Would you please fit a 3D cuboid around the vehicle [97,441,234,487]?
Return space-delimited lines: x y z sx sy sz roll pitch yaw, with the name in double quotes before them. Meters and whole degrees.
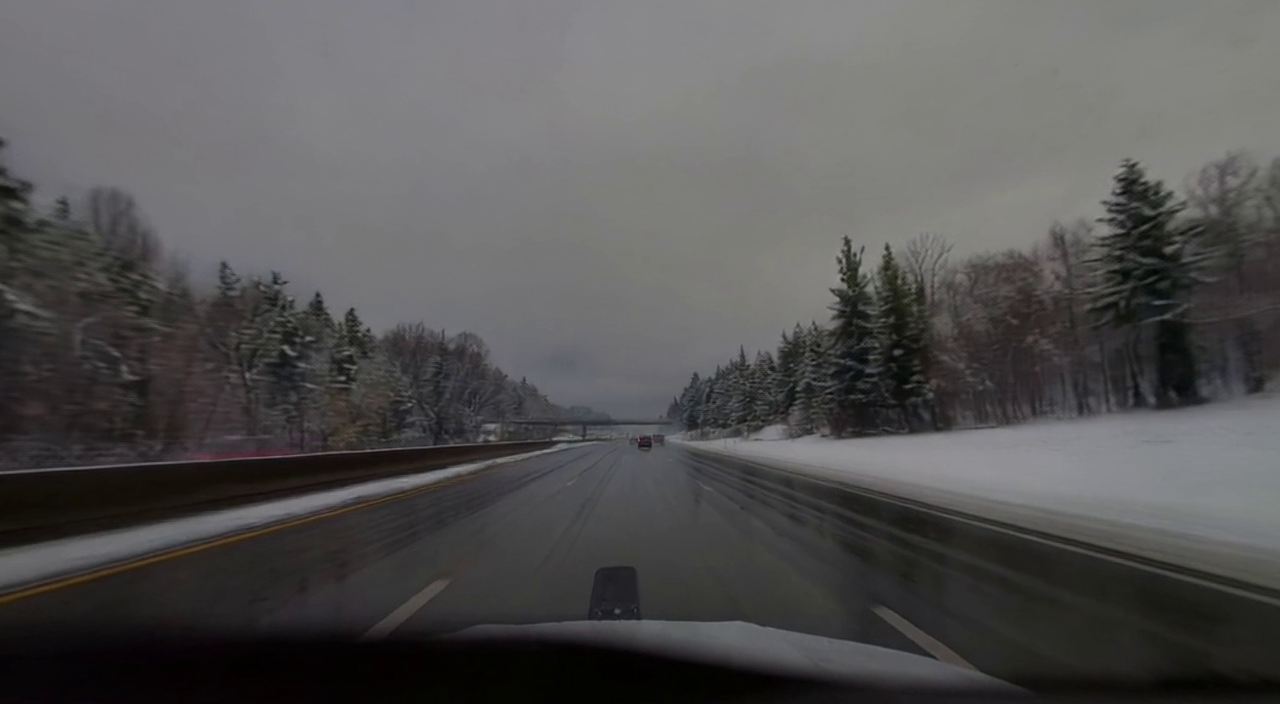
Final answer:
"vehicle" -16.395 3.858 22.072 1.744 1.433 3.967 0 -8 -1
